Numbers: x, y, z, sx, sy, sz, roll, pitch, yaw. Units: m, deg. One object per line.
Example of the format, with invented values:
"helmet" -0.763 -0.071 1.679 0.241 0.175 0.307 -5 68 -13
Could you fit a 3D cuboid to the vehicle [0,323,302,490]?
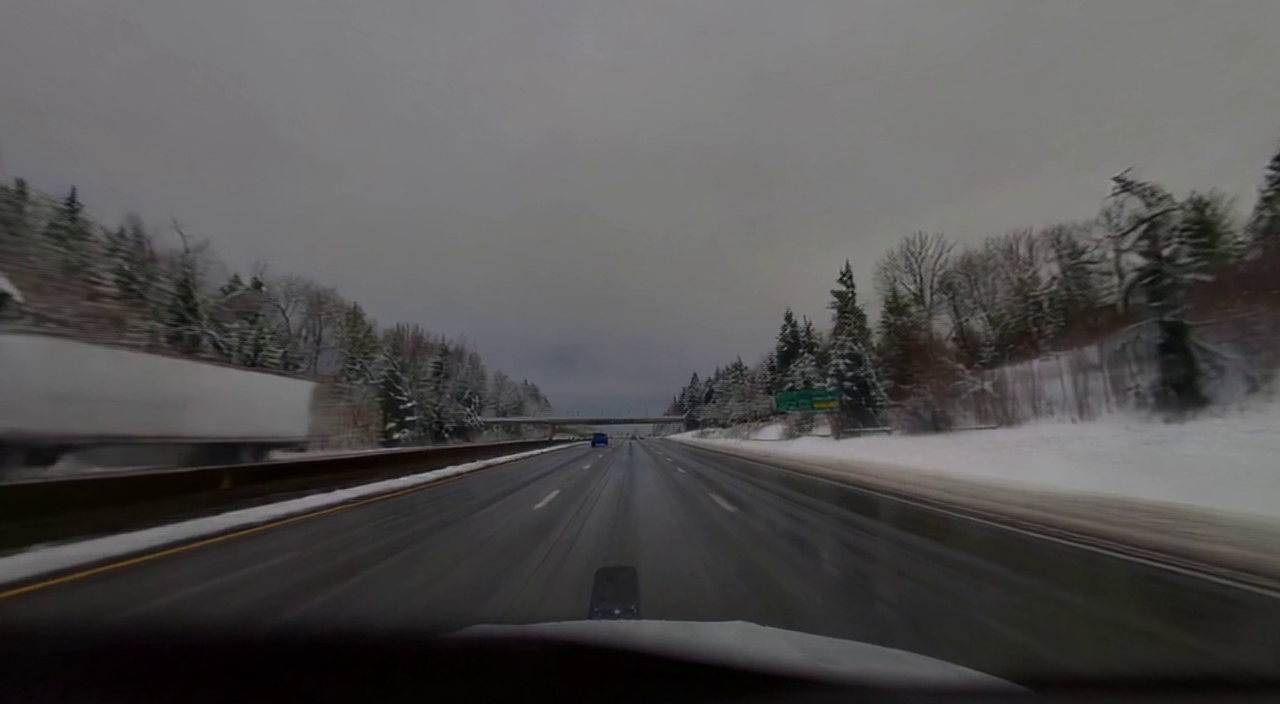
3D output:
"vehicle" -17.086 2.146 21.423 2.947 4.005 15.108 0 -8 -1
